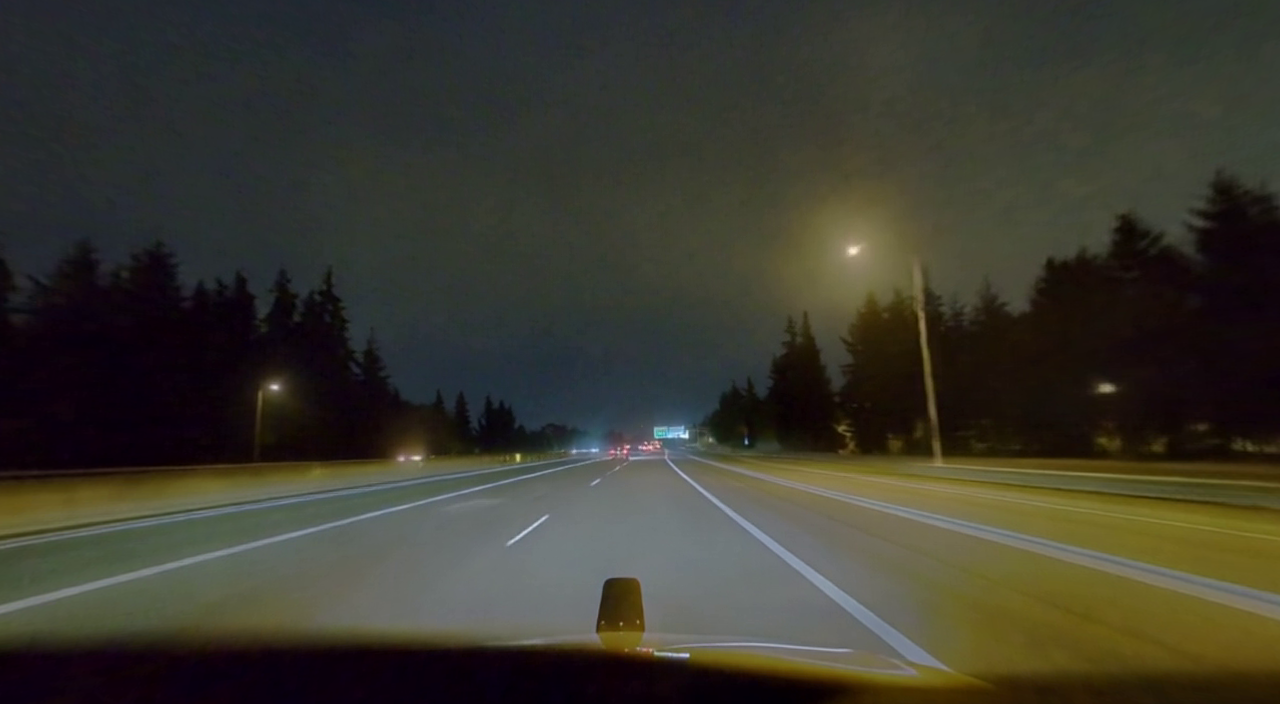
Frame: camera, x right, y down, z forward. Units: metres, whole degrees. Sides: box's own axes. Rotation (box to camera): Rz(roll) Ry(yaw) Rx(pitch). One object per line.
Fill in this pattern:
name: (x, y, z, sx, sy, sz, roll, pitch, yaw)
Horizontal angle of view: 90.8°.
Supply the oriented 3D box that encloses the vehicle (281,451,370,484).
vehicle: (-15.425, 5.659, 31.224, 1.942, 1.447, 4.509, -1, -9, 2)
